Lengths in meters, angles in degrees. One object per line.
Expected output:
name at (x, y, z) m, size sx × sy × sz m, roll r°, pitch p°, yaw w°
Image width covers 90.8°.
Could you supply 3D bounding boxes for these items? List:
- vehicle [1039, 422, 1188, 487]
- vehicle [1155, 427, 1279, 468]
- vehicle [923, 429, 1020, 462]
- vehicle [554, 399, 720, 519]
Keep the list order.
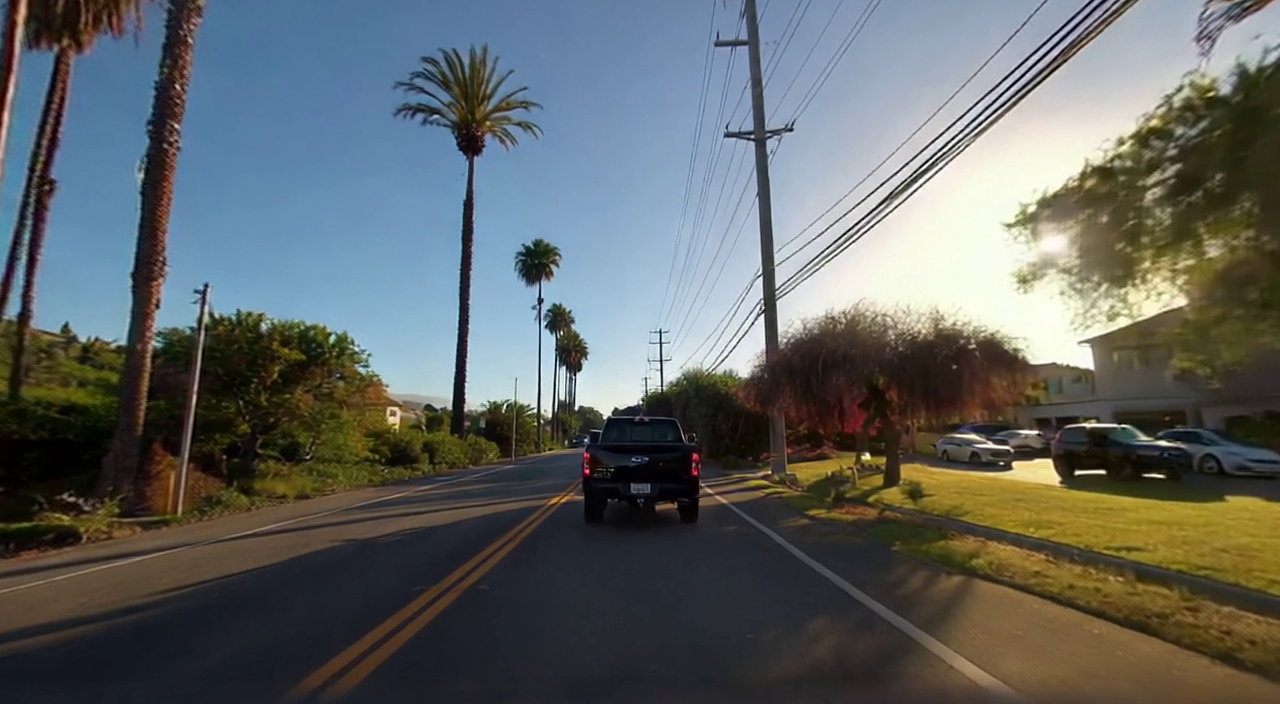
vehicle at (16.009, 3.504, 21.897) m, size 2.338 × 1.917 × 6.076 m, roll -4°, pitch -9°, yaw 20°
vehicle at (24.474, 4.019, 26.396) m, size 4.314 × 1.553 × 1.948 m, roll 0°, pitch -11°, yaw -7°
vehicle at (20.391, 5.832, 39.263) m, size 2.277 × 1.836 × 6.267 m, roll -1°, pitch -9°, yaw -4°
vehicle at (-0.062, 2.285, 13.888) m, size 2.848 × 2.047 × 5.885 m, roll 0°, pitch -8°, yaw 0°
